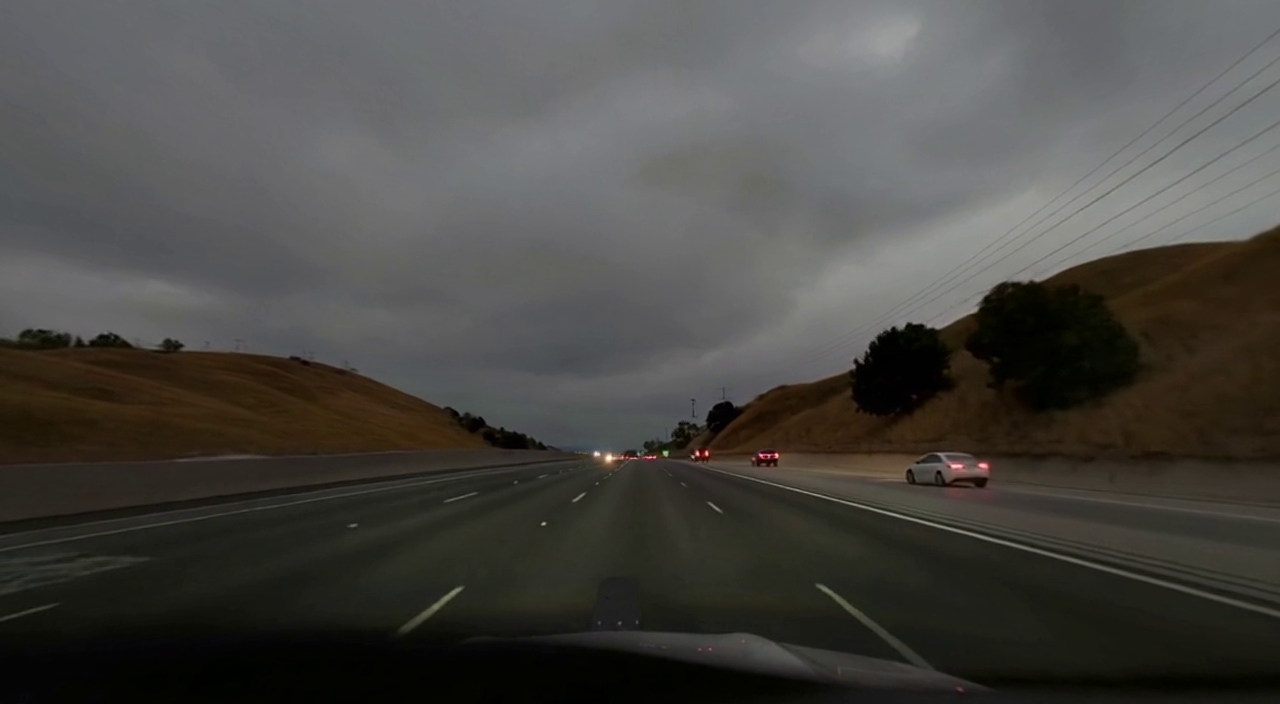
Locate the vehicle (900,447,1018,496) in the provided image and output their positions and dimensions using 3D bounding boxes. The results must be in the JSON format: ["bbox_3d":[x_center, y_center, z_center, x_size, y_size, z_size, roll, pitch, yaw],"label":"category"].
[{"bbox_3d":[10.530,3.940,21.137,1.884,1.486,3.770,0,-9,-1],"label":"vehicle"}]

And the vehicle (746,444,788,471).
[{"bbox_3d":[9.436,7.874,47.105,2.108,1.870,4.435,0,-9,-1],"label":"vehicle"}]

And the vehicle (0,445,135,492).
[{"bbox_3d":[-21.800,4.293,23.698,1.851,1.579,4.447,0,-9,0],"label":"vehicle"}]
